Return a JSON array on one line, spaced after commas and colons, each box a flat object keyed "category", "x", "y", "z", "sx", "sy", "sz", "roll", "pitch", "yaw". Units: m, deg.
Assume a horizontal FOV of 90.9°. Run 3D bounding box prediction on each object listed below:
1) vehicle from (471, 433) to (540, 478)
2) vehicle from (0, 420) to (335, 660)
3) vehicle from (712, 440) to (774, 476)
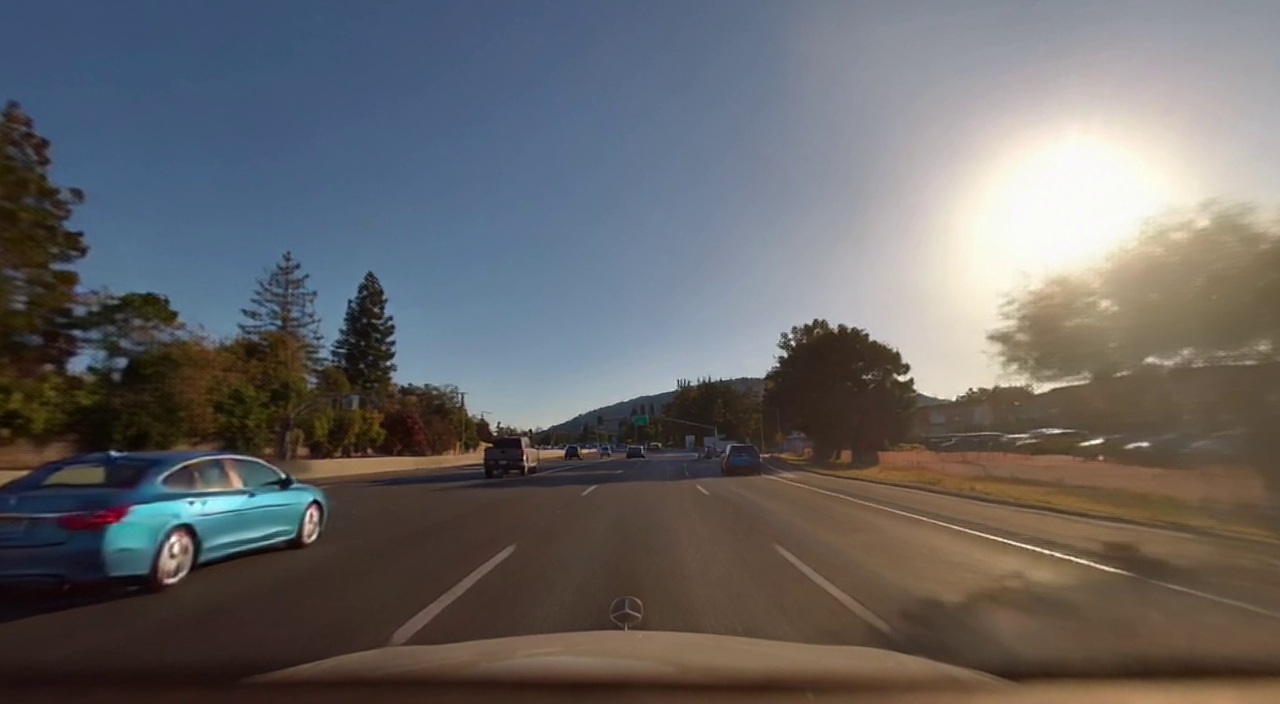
[{"category": "vehicle", "x": -5.877, "y": 4.586, "z": 28.149, "sx": 2.122, "sy": 1.847, "sz": 4.696, "roll": 0, "pitch": -8, "yaw": -2}, {"category": "vehicle", "x": -5.002, "y": 1.494, "z": 6.167, "sx": 1.948, "sy": 1.475, "sz": 4.461, "roll": 0, "pitch": -8, "yaw": -2}, {"category": "vehicle", "x": 4.492, "y": 4.696, "z": 28.242, "sx": 2.100, "sy": 1.472, "sz": 4.533, "roll": 0, "pitch": -8, "yaw": 1}]
